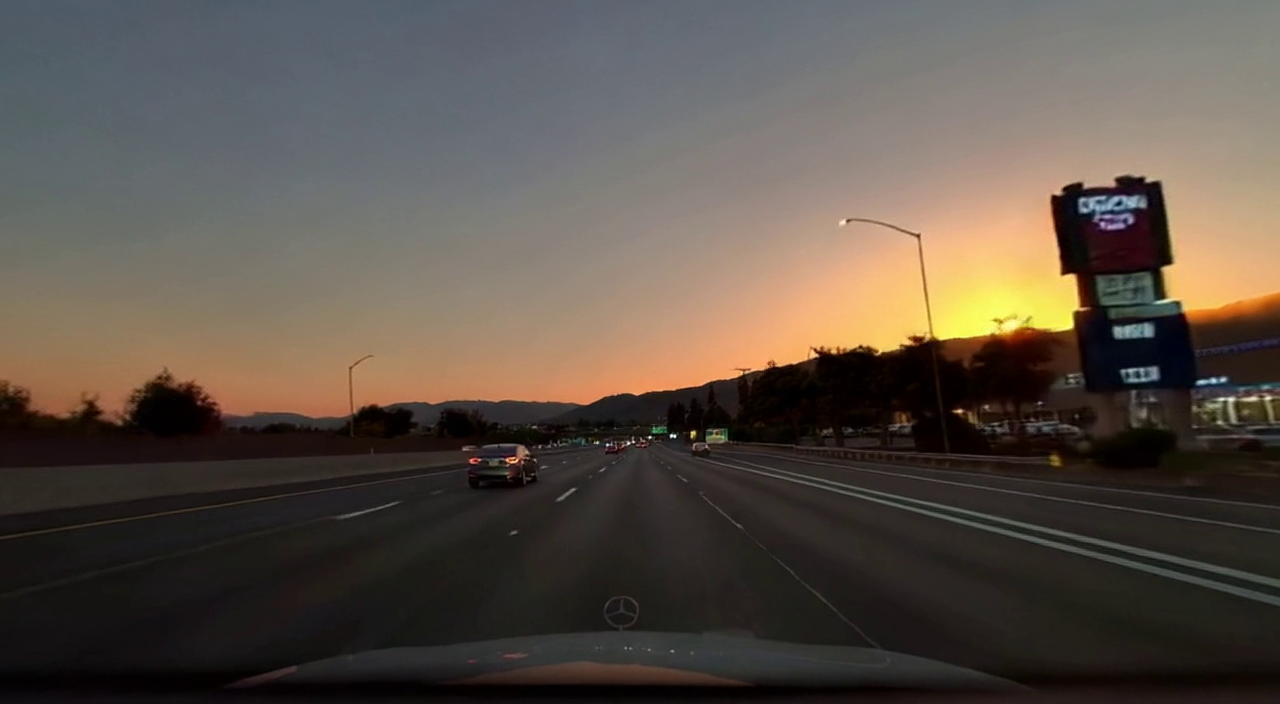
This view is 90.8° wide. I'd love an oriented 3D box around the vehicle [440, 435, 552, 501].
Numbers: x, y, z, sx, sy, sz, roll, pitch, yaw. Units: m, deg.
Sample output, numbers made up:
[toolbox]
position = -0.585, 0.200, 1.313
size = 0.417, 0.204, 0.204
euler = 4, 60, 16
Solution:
[vehicle]
position = -3.647, 3.011, 16.866
size = 1.939, 1.508, 4.272
euler = 0, -8, 1
